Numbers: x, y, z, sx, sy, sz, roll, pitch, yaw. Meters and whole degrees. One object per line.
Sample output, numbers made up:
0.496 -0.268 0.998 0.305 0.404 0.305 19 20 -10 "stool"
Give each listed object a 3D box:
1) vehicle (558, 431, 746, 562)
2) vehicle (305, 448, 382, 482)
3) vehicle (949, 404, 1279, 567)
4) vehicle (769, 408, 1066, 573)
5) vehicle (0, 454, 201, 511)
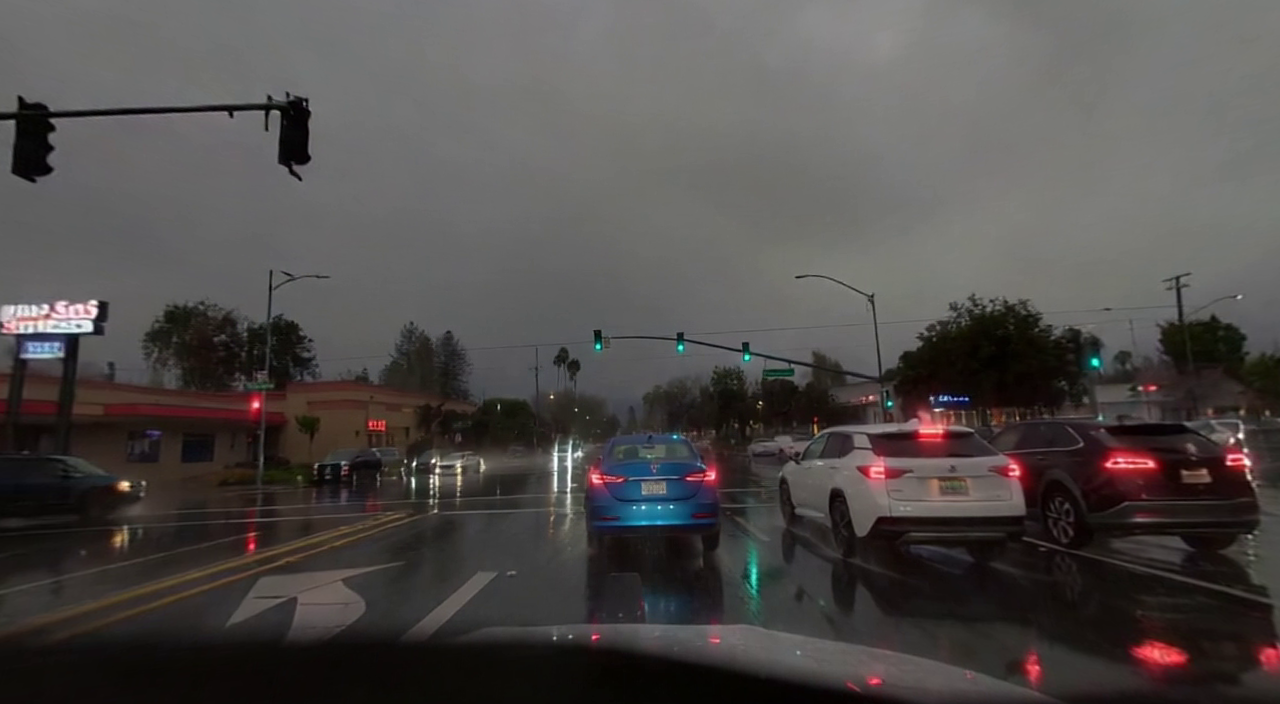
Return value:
0.112 1.952 9.291 2.135 1.468 4.076 0 -8 -1 "vehicle"
-18.572 7.071 39.948 2.324 1.911 5.610 0 -9 -2 "vehicle"
6.466 1.722 8.865 2.009 1.700 4.275 0 -8 -1 "vehicle"
3.272 1.745 8.769 1.973 1.633 4.717 0 -9 0 "vehicle"
-18.151 4.349 21.421 4.780 1.669 2.232 2 -9 -16 "vehicle"
